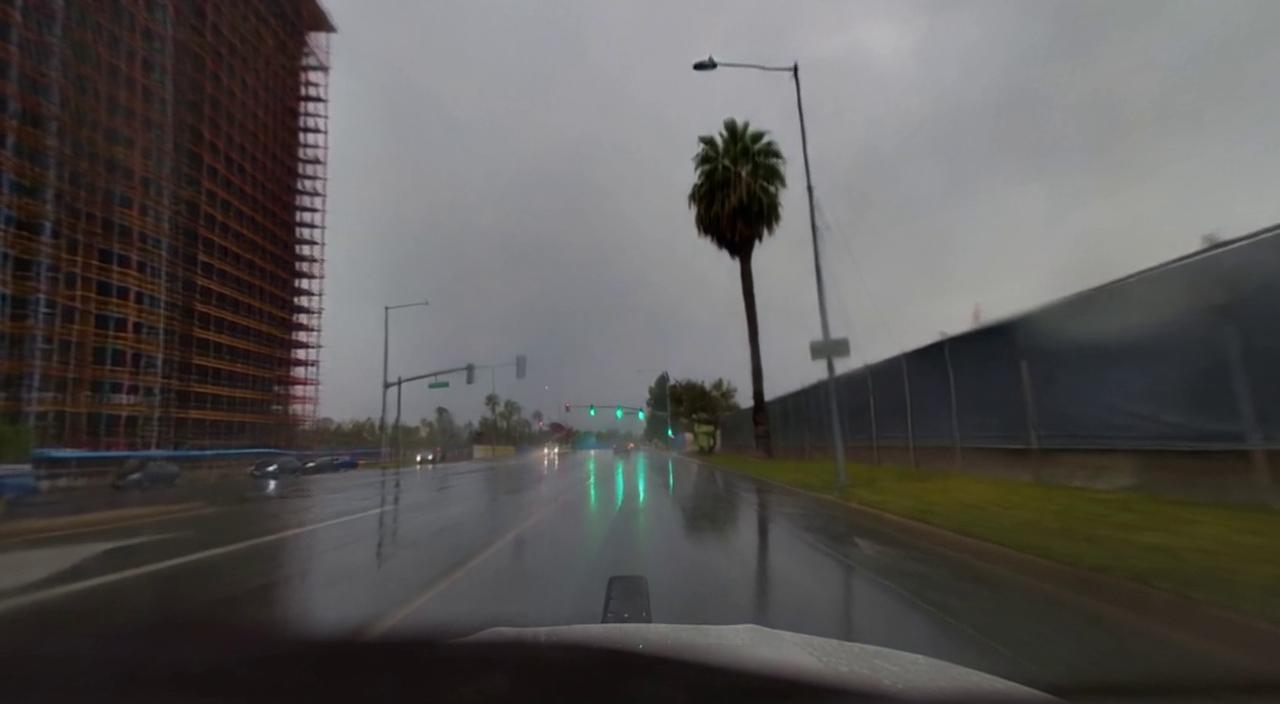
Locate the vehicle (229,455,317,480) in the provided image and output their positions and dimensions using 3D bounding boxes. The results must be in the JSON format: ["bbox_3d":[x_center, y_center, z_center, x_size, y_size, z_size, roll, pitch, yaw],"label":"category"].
[{"bbox_3d":[-24.478,7.657,42.147,1.790,1.484,4.651,-7,-11,39],"label":"vehicle"}]

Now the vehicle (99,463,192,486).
[{"bbox_3d":[-30.198,7.499,38.625,4.101,1.243,1.698,3,-9,-23],"label":"vehicle"}]

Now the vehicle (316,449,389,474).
[{"bbox_3d":[-21.110,8.049,46.486,2.050,1.686,4.593,-4,-9,25],"label":"vehicle"}]
